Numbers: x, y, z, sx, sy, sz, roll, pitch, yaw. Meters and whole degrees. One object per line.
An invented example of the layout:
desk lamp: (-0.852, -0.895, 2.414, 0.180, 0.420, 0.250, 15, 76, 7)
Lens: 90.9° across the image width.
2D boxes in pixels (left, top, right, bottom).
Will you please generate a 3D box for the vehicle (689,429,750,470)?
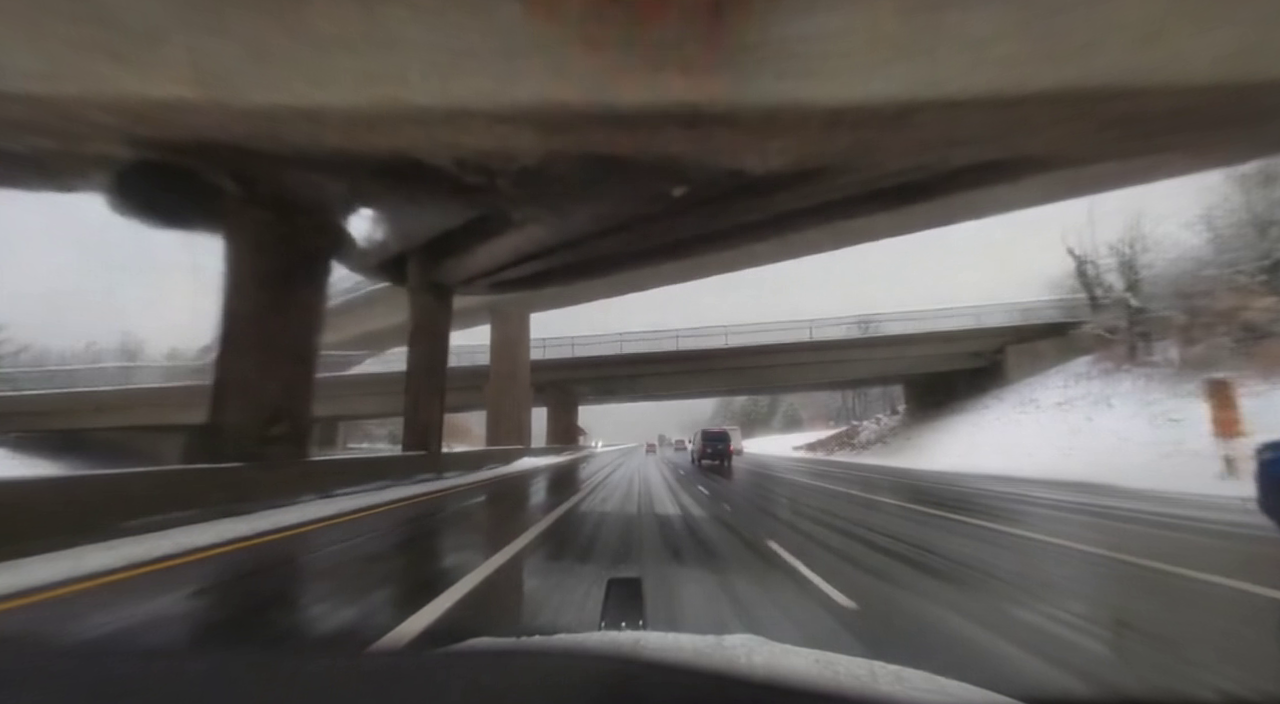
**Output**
vehicle: (4.144, 5.251, 33.945, 2.505, 2.020, 5.532, 0, -9, -1)
